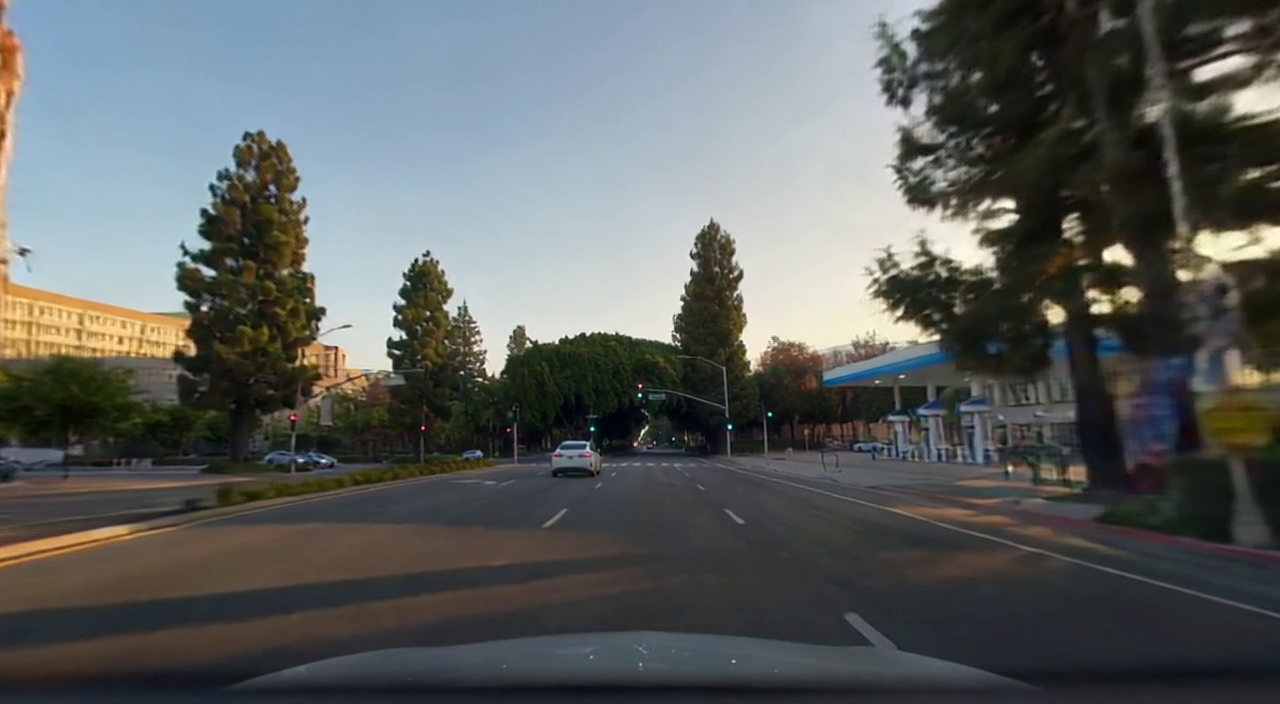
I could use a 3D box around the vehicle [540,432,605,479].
[{"bbox_3d":[-2.642,4.203,25.791,2.011,1.756,4.478,0,-9,2],"label":"vehicle"}]
